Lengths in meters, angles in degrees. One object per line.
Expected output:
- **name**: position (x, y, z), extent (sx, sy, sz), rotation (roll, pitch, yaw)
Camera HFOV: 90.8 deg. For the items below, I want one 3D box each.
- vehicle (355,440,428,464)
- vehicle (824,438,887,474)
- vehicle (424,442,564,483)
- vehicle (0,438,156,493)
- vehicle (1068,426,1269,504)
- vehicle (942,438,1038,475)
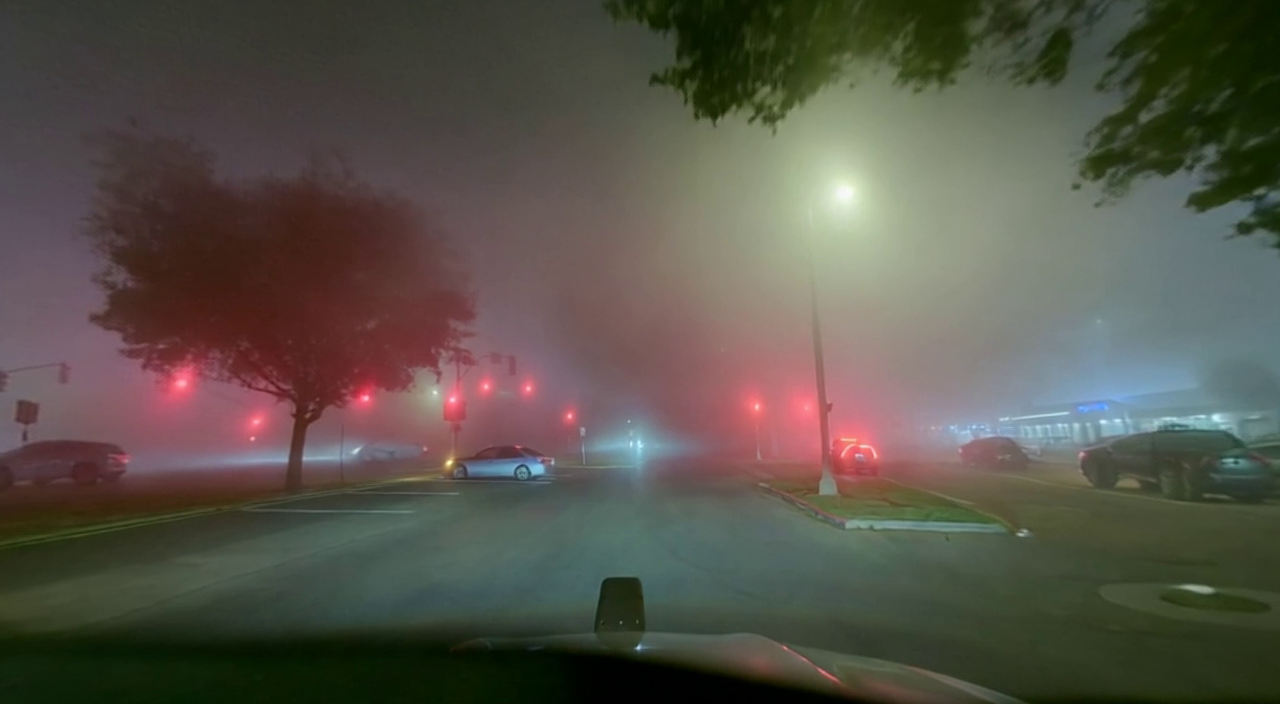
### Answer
- **vehicle**: position (-18.886, 7.610, 48.215), extent (4.906, 1.784, 1.913), rotation (2, -9, -14)
- **vehicle**: position (9.905, 4.776, 29.450), extent (2.061, 1.519, 4.794), rotation (-1, -8, 10)
- **vehicle**: position (-5.584, 4.219, 24.465), extent (4.792, 1.468, 2.116), rotation (-2, -9, 12)
- **vehicle**: position (-21.135, 4.117, 23.416), extent (2.082, 1.779, 4.841), rotation (-1, -9, 9)
- **vehicle**: position (12.926, 2.763, 15.909), extent (1.921, 1.657, 4.400), rotation (-2, -9, 12)
- **vehicle**: position (15.168, 4.535, 27.684), extent (1.951, 1.491, 4.359), rotation (-1, -8, 4)
